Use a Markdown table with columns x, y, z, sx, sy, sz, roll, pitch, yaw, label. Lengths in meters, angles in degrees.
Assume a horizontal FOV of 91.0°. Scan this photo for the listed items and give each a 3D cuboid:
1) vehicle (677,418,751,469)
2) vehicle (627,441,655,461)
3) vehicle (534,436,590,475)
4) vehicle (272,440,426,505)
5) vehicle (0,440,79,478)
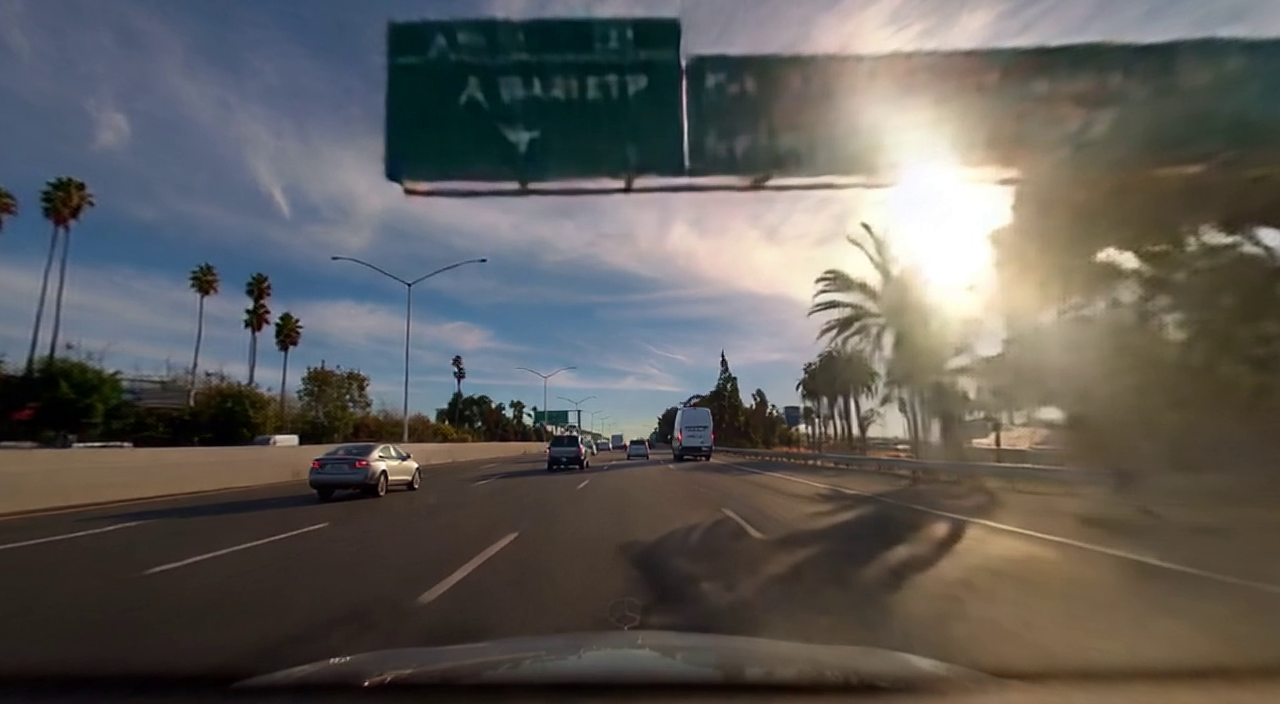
| x | y | z | sx | sy | sz | roll | pitch | yaw | label |
| --- | --- | --- | --- | --- | --- | --- | --- | --- | --- |
| 4.236 | 5.874 | 40.038 | 2.891 | 2.596 | 15.534 | 0 | -9 | 0 | vehicle |
| 0.068 | 7.793 | 49.447 | 2.085 | 1.507 | 4.096 | 0 | -9 | 0 | vehicle |
| -3.526 | 4.771 | 29.149 | 2.017 | 1.683 | 4.094 | 0 | -9 | 0 | vehicle |
| -7.554 | 3.148 | 16.927 | 2.050 | 1.487 | 4.372 | 0 | -9 | 0 | vehicle |
| -31.424 | 5.307 | 31.418 | 2.342 | 1.798 | 4.902 | 0 | -9 | -1 | vehicle |
